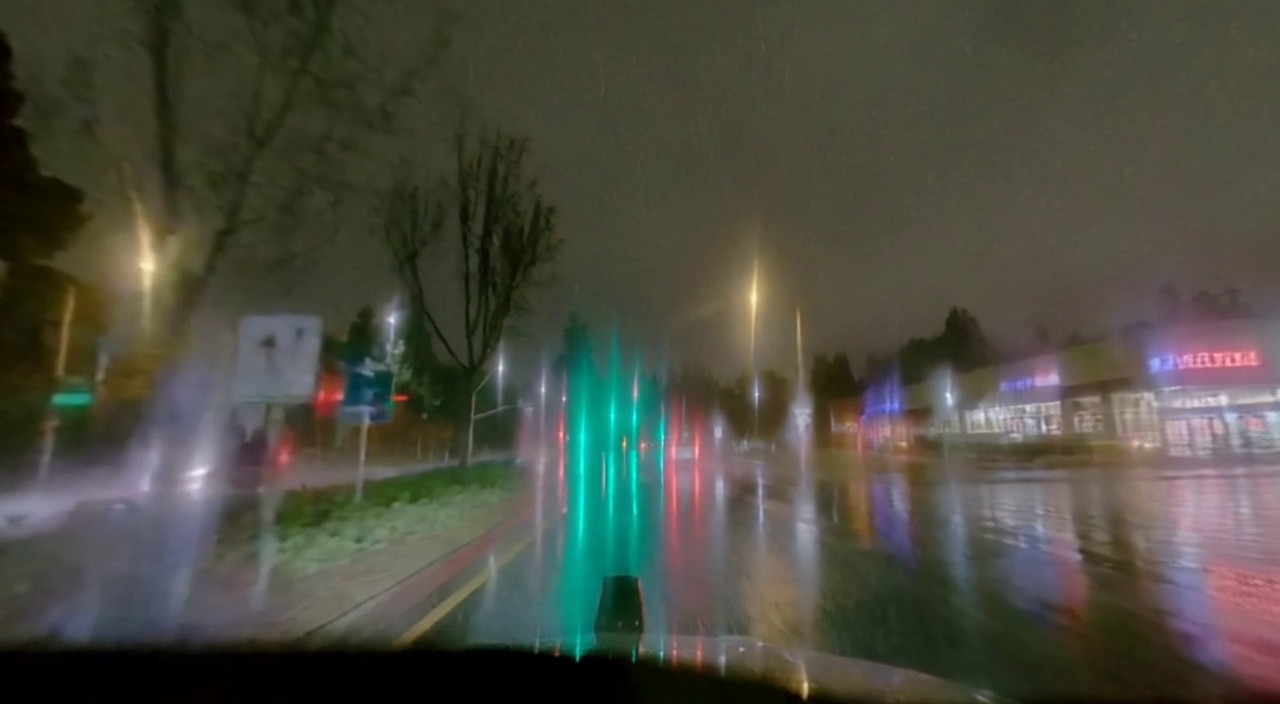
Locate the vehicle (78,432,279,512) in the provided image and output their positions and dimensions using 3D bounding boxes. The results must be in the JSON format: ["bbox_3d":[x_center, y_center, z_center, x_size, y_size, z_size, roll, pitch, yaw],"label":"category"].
[{"bbox_3d":[-11.766,3.049,16.656,1.953,1.761,4.702,0,-8,-4],"label":"vehicle"}]

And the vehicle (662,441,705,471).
[{"bbox_3d":[2.407,5.927,36.111,1.961,1.580,4.020,0,-8,-3],"label":"vehicle"}]
